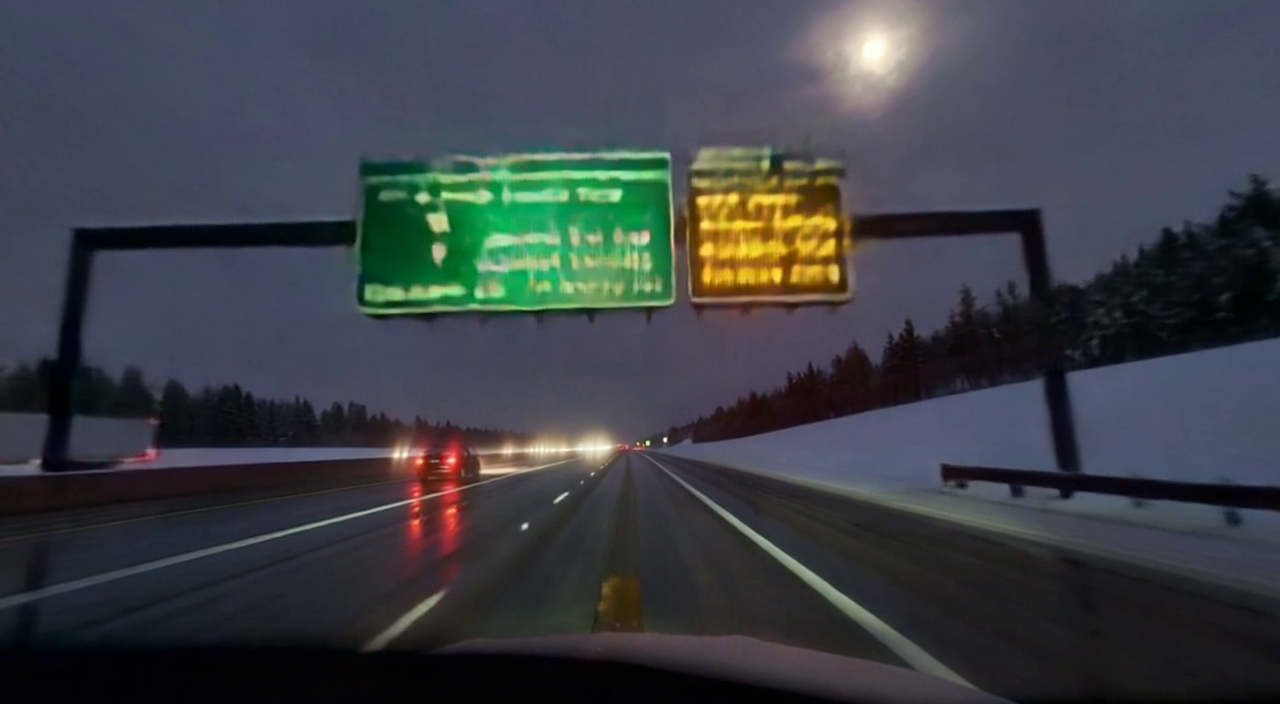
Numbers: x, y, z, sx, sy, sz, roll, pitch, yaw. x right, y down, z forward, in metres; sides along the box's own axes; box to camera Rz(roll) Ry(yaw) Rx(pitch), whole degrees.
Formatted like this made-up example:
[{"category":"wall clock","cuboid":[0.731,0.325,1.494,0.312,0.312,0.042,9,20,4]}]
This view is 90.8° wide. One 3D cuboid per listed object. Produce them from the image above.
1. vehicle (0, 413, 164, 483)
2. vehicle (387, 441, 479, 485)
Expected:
[{"category":"vehicle","cuboid":[-36.229,6.247,41.245,2.855,4.018,9.391,0,-8,-1]},{"category":"vehicle","cuboid":[-8.065,4.348,25.136,2.005,1.545,4.874,0,-8,0]}]
